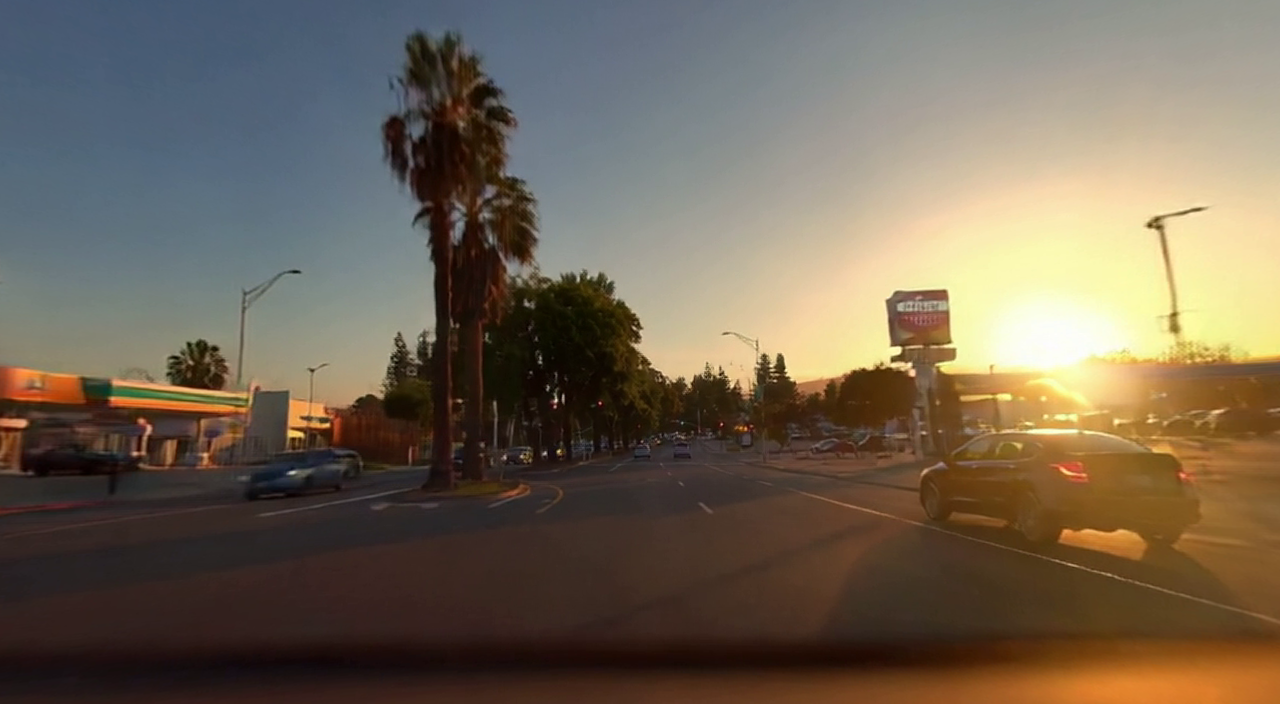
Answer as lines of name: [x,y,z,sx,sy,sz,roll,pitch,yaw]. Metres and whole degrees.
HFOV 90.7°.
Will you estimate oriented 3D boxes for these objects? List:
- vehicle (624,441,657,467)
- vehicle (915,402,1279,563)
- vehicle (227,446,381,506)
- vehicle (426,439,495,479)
vehicle: [0.045,7.233,44.923,2.177,1.754,3.815,0,-9,0]
vehicle: [6.396,1.856,9.720,2.066,1.807,4.893,0,-9,-1]
vehicle: [-9.530,3.512,18.473,1.931,1.479,4.555,-1,-9,1]
vehicle: [-9.262,5.542,33.166,2.169,1.910,4.745,-1,-9,1]
